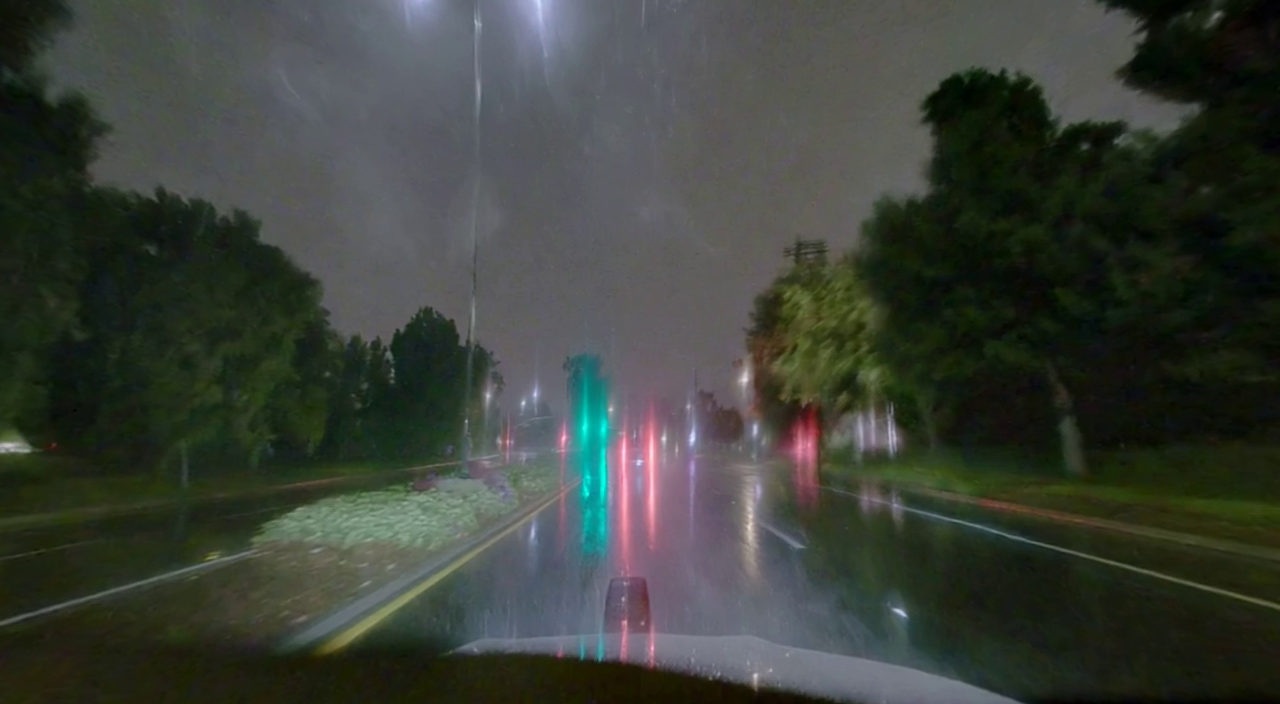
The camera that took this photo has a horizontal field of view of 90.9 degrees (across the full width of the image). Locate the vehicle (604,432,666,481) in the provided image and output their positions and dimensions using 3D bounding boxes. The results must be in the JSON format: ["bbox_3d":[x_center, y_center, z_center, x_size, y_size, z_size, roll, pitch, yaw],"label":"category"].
[{"bbox_3d":[-0.164,3.993,24.314,2.192,1.734,4.176,0,-8,0],"label":"vehicle"}]
